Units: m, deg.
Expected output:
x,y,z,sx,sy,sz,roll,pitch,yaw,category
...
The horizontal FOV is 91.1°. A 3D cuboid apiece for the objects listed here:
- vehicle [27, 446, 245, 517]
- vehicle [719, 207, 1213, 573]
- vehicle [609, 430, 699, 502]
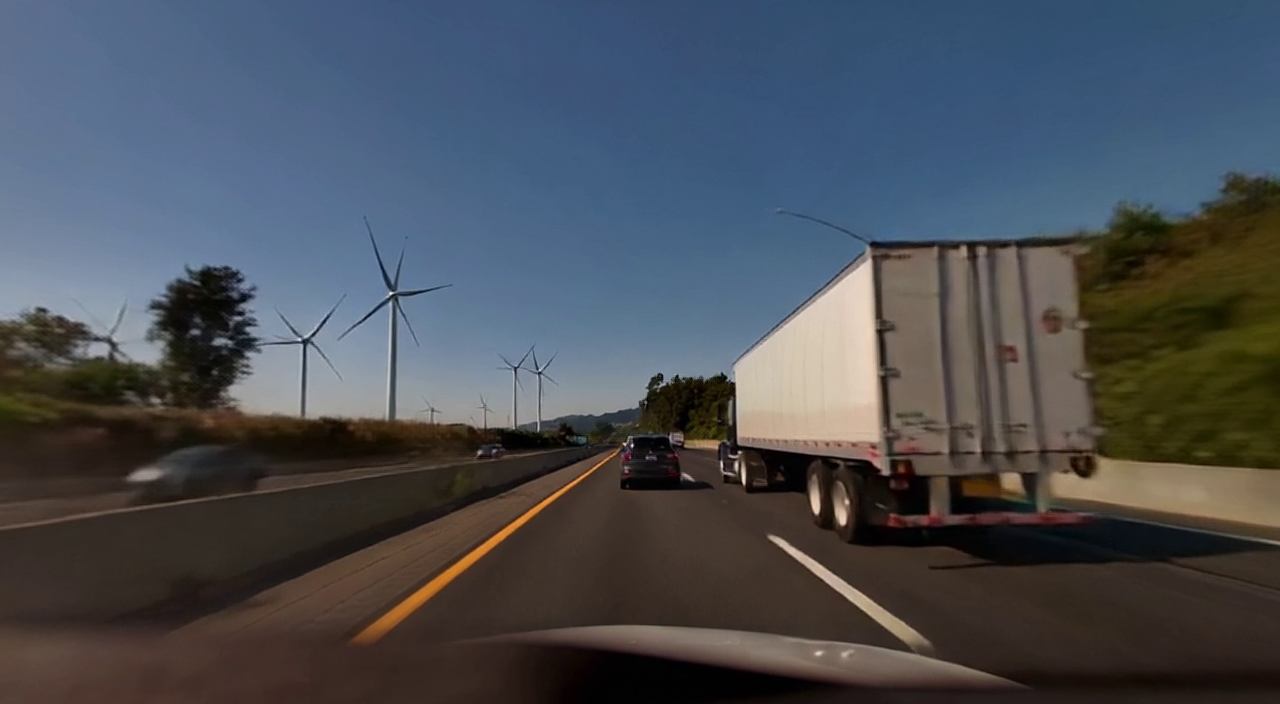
x,y,z,sx,sy,sz,roll,pitch,yaw,category
-12.653,3.211,16.278,1.889,1.480,4.553,0,-8,0,vehicle
4.534,1.331,14.508,3.129,4.126,14.913,0,-8,-1,vehicle
0.298,2.891,16.524,2.038,1.624,4.312,0,-8,0,vehicle
